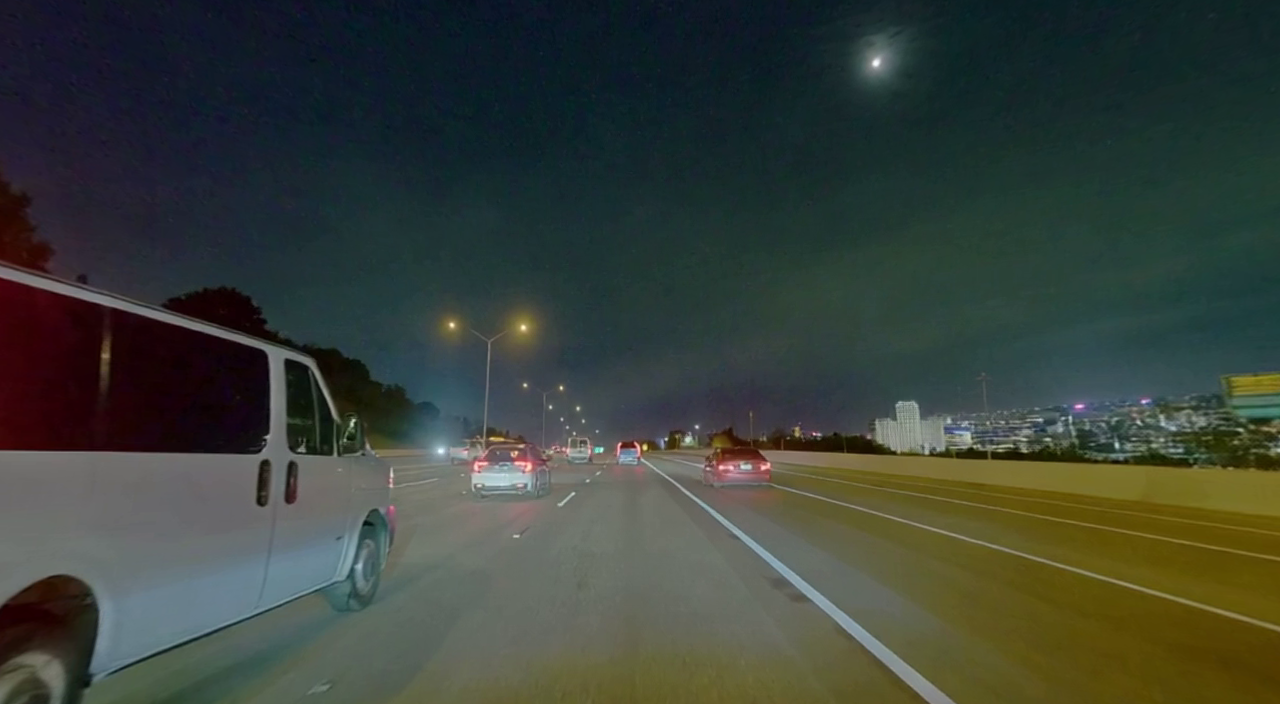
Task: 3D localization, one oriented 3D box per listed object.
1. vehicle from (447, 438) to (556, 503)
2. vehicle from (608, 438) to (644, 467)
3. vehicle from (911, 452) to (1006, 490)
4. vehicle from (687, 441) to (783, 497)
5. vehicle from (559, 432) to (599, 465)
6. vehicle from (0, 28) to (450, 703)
[{"bbox_3d":[-3.515,3.092,16.857,1.963,1.507,4.172,0,-9,0],"label":"vehicle"},{"bbox_3d":[-0.937,6.610,41.480,2.207,1.807,4.199,0,-9,-1],"label":"vehicle"},{"bbox_3d":[14.011,5.239,28.023,1.846,1.471,4.423,2,-9,-2],"label":"vehicle"},{"bbox_3d":[2.762,3.535,19.470,2.127,1.513,4.501,0,-9,-2],"label":"vehicle"},{"bbox_3d":[-4.490,7.194,47.143,2.504,2.276,5.933,0,-9,-1],"label":"vehicle"},{"bbox_3d":[-3.107,0.504,3.156,2.383,2.543,5.904,0,-9,0],"label":"vehicle"}]
